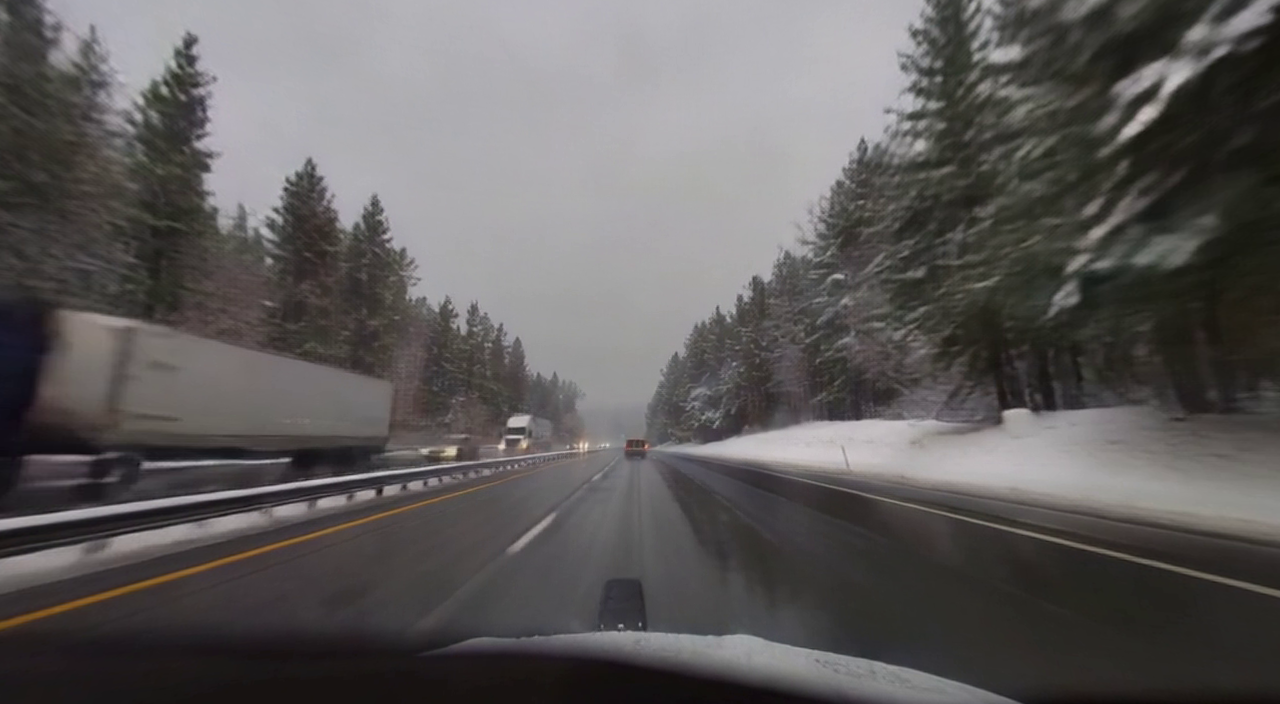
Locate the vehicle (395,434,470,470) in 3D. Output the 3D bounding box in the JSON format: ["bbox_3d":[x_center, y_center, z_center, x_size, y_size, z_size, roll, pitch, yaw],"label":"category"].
[{"bbox_3d":[-9.160,4.454,28.273,1.846,1.463,4.537,0,-8,0],"label":"vehicle"}]

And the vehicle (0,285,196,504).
[{"bbox_3d":[-13.339,0.884,12.324,3.009,4.018,8.498,0,-8,0],"label":"vehicle"}]
